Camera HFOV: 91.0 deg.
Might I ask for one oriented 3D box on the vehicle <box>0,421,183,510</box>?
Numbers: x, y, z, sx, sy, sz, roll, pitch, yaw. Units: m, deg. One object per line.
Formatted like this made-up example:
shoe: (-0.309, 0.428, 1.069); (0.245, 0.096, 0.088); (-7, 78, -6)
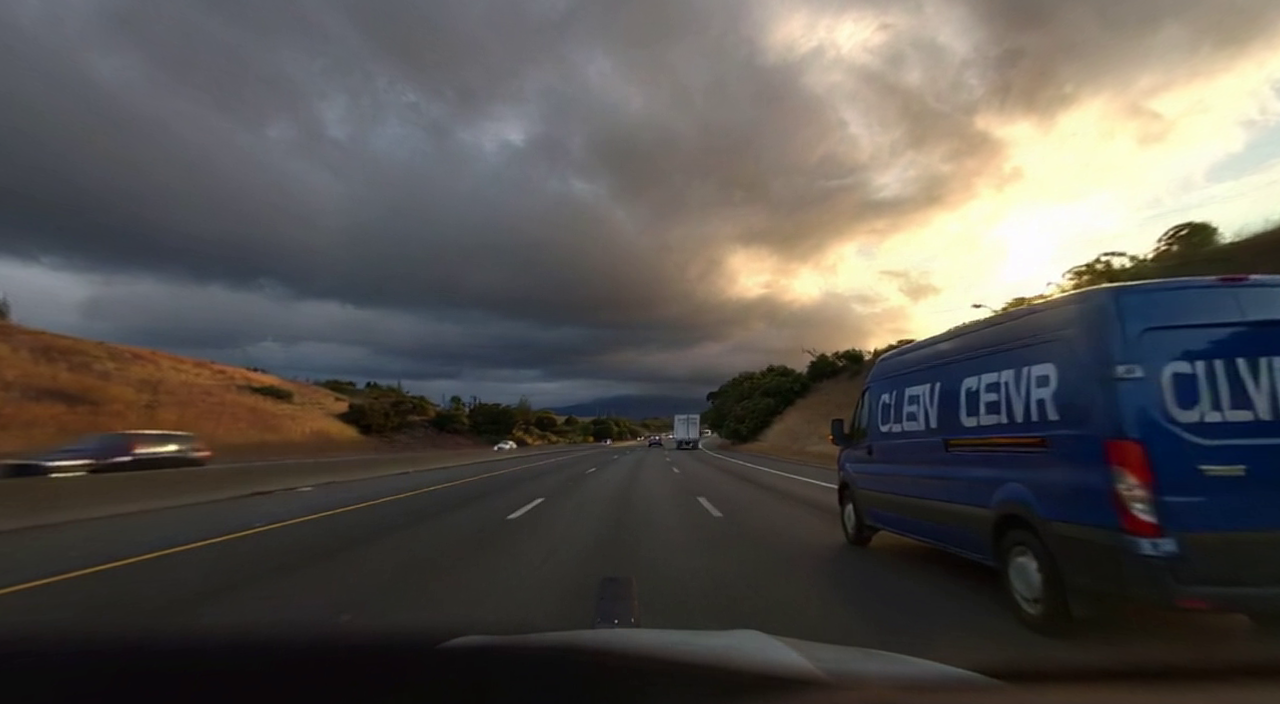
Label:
vehicle: (-14.367, 2.705, 15.462); (2.095, 1.827, 5.586); (-1, -8, 0)

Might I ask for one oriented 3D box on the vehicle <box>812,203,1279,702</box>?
vehicle: (3.770, 0.838, 6.040); (2.485, 2.562, 5.535); (0, -8, -2)
